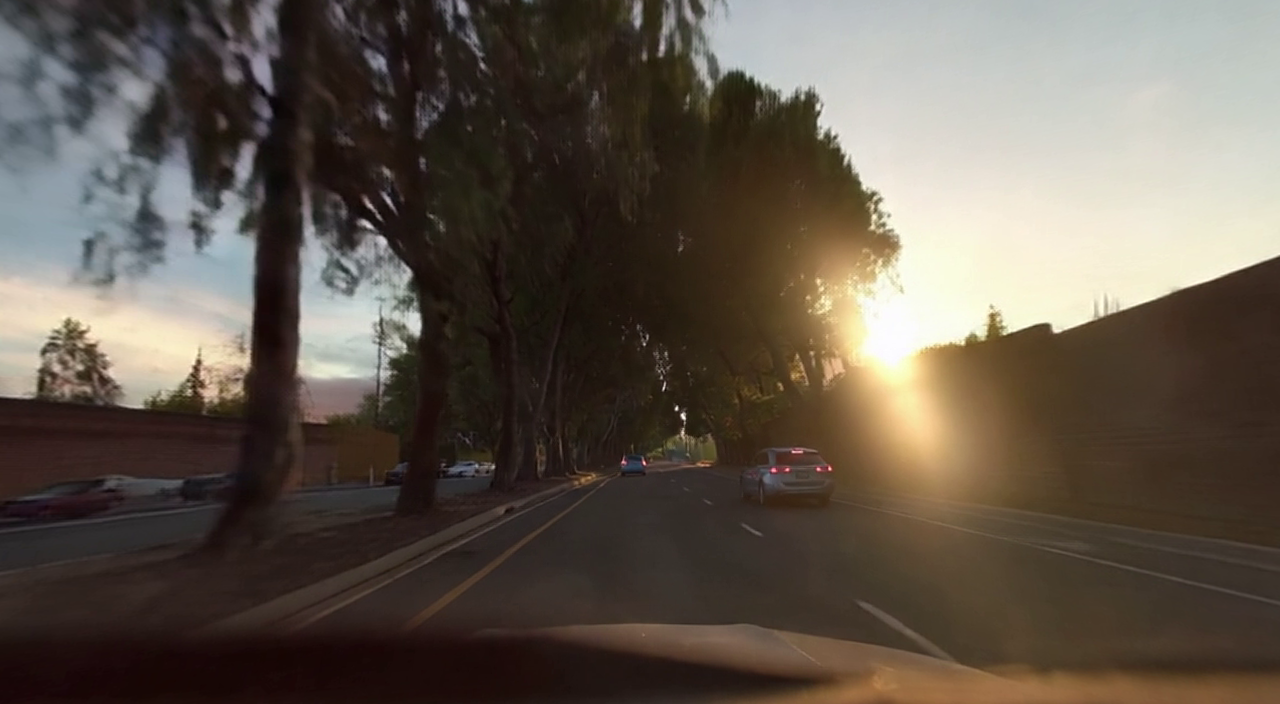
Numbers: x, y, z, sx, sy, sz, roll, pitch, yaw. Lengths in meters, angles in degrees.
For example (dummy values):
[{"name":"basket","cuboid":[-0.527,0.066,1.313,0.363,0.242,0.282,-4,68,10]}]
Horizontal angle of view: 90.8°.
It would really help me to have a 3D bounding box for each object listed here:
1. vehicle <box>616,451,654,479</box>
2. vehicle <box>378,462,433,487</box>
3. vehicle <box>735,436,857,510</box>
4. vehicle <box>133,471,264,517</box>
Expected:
[{"name":"vehicle","cuboid":[-0.345,7.560,42.250,2.391,1.739,3.837,0,-10,0]},{"name":"vehicle","cuboid":[-17.319,9.038,46.857,2.184,1.697,4.826,-1,-10,0]},{"name":"vehicle","cuboid":[4.101,3.299,17.505,2.155,1.752,4.456,0,-10,-1]},{"name":"vehicle","cuboid":[-17.256,5.543,25.031,2.012,1.597,4.366,-1,-10,0]}]
